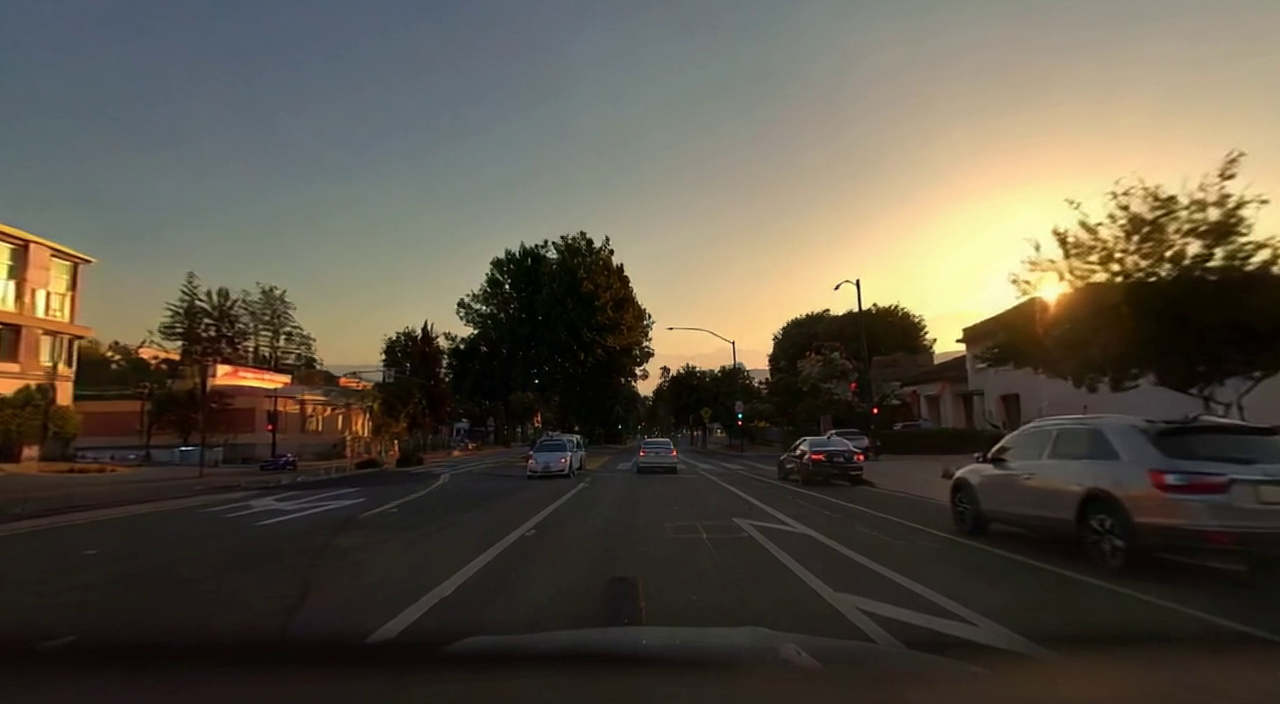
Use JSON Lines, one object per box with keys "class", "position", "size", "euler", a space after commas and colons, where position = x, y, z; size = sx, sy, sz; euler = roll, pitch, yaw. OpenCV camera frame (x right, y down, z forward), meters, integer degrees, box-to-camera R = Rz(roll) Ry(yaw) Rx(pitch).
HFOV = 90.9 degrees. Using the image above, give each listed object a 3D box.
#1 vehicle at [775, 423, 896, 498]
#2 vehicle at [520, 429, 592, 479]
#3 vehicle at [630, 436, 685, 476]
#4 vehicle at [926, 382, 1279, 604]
{"class": "vehicle", "position": [5.744, 3.176, 19.262], "size": [2.112, 1.966, 4.642], "euler": [-1, -7, -1]}
{"class": "vehicle", "position": [-3.147, 3.962, 24.686], "size": [2.150, 1.779, 4.423], "euler": [0, -8, 1]}
{"class": "vehicle", "position": [0.631, 4.215, 25.739], "size": [2.075, 1.480, 3.920], "euler": [0, -8, 0]}
{"class": "vehicle", "position": [5.599, 1.425, 7.538], "size": [2.069, 1.776, 4.797], "euler": [0, -7, 0]}
